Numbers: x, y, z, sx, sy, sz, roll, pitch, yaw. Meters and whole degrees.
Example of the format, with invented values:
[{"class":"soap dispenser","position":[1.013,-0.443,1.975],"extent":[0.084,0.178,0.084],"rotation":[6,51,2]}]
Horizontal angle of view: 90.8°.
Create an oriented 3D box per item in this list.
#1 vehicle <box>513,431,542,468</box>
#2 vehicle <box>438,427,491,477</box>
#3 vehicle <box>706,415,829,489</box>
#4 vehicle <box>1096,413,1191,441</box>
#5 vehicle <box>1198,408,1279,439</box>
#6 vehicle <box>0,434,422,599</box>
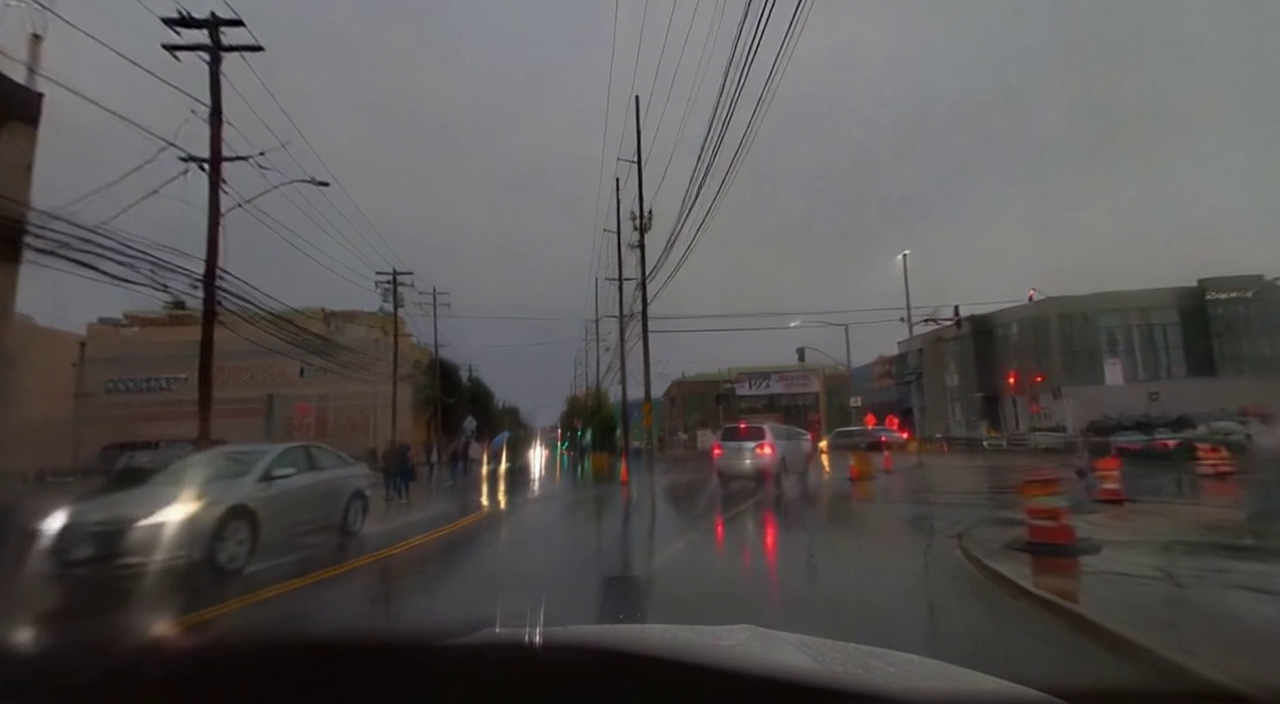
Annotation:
[{"class":"vehicle","position":[-8.617,7.481,48.575],"extent":[1.959,2.654,4.078],"rotation":[1,-8,-7]},{"class":"vehicle","position":[-10.357,5.903,37.497],"extent":[2.185,2.644,3.306],"rotation":[-5,-8,-4]},{"class":"vehicle","position":[3.969,2.951,18.862],"extent":[2.256,1.859,5.118],"rotation":[-4,-9,27]},{"class":"vehicle","position":[33.337,5.039,41.929],"extent":[1.937,1.688,4.382],"rotation":[5,-10,-35]},{"class":"vehicle","position":[36.409,4.249,37.377],"extent":[1.922,1.704,4.550],"rotation":[5,-10,-32]},{"class":"vehicle","position":[-4.982,1.905,8.423],"extent":[2.103,1.526,4.743],"rotation":[-1,-8,5]}]
